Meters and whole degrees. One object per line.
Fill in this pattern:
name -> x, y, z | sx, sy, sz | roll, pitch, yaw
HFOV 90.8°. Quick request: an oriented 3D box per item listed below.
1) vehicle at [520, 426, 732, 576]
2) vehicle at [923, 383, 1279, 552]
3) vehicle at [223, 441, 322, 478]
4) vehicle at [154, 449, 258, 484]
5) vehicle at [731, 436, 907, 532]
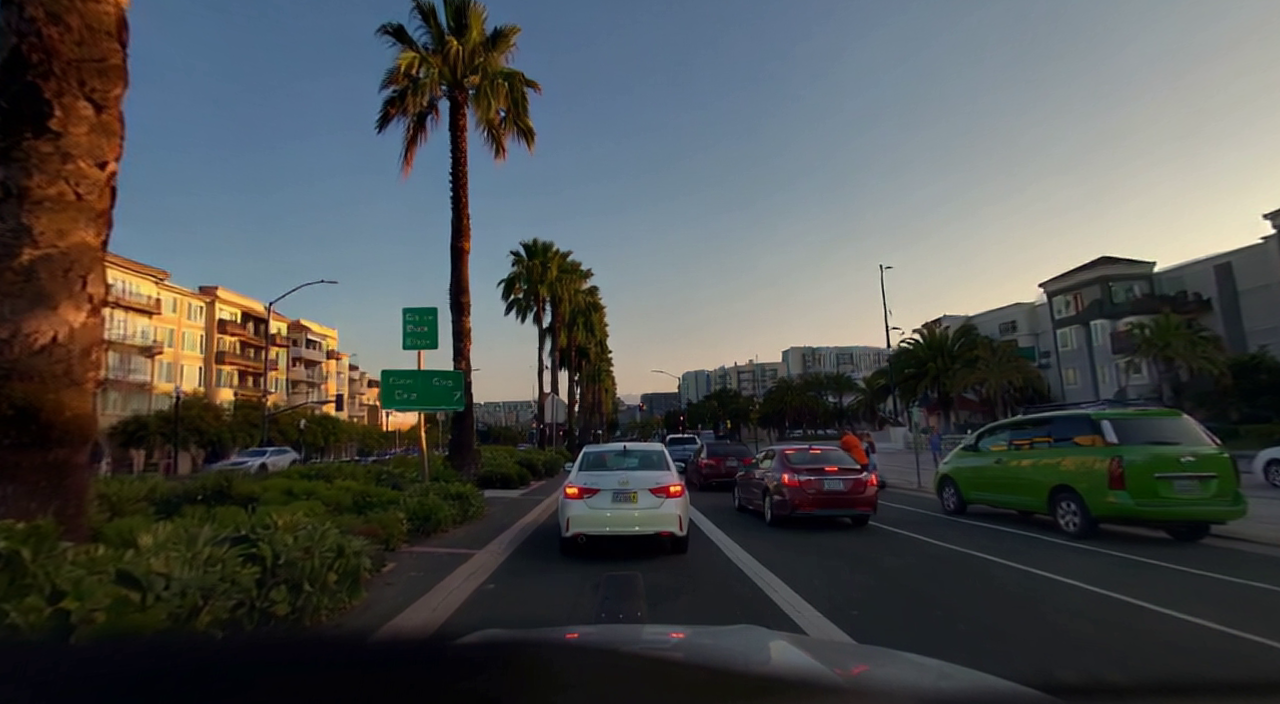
vehicle -> -0.158, 1.813, 8.461 | 2.158, 1.498, 3.919 | 0, -8, 0
vehicle -> 7.193, 1.832, 10.643 | 2.254, 2.072, 5.577 | 0, -8, 0
vehicle -> -20.516, 6.015, 35.638 | 2.306, 1.880, 5.537 | 0, -8, -1
vehicle -> -24.060, 6.319, 35.313 | 2.055, 1.759, 5.200 | 0, -8, 0
vehicle -> 3.089, 2.362, 11.992 | 1.925, 1.451, 4.436 | 0, -8, -2
